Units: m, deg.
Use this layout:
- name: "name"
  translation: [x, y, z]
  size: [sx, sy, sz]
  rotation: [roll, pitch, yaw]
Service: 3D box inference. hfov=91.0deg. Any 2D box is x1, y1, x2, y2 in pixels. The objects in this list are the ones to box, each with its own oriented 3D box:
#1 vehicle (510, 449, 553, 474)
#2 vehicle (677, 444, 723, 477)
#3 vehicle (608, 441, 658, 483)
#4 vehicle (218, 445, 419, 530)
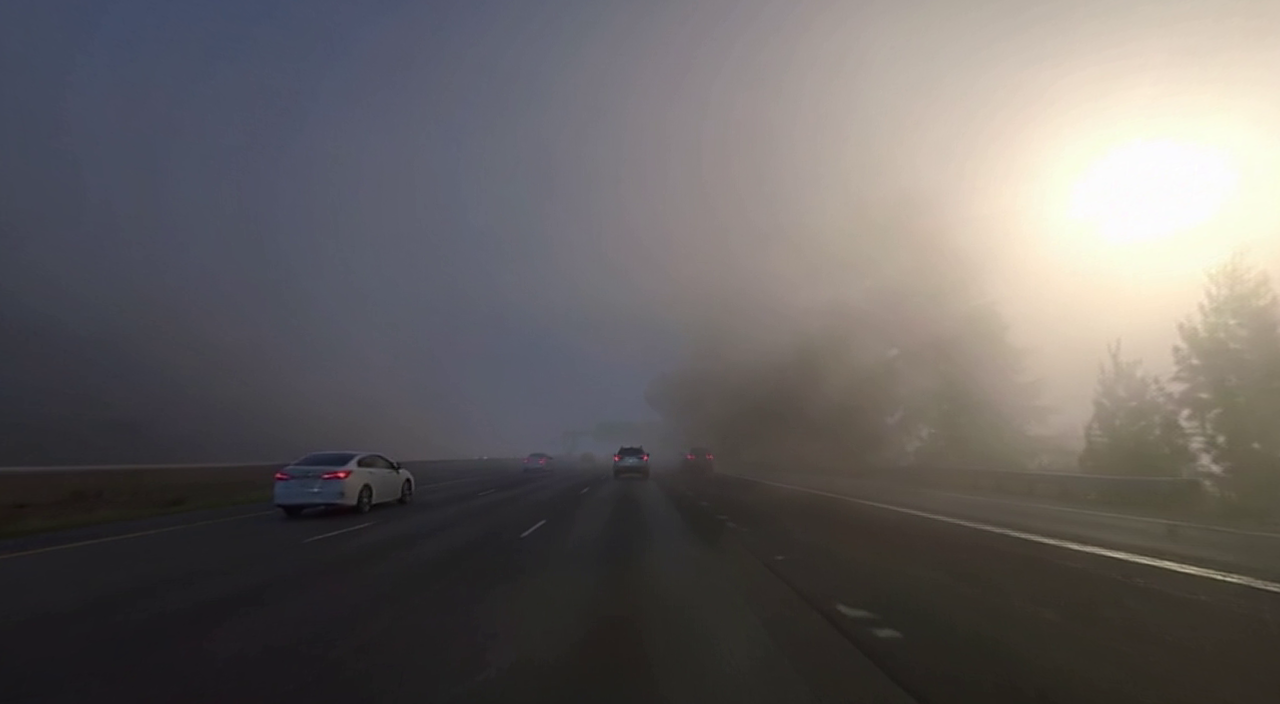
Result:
- name: "vehicle"
  translation: [-6.893, 7.033, 40.556]
  size: [1.892, 1.468, 4.792]
  rotation: [0, -9, 0]
- name: "vehicle"
  translation: [3.251, 5.962, 34.859]
  size: [1.925, 1.716, 4.378]
  rotation: [0, -9, -2]
- name: "vehicle"
  translation: [-0.311, 4.998, 28.994]
  size: [2.127, 1.749, 4.776]
  rotation: [0, -9, 0]
- name: "vehicle"
  translation: [-6.656, 2.816, 13.807]
  size: [1.918, 1.509, 4.736]
  rotation: [0, -9, 0]
